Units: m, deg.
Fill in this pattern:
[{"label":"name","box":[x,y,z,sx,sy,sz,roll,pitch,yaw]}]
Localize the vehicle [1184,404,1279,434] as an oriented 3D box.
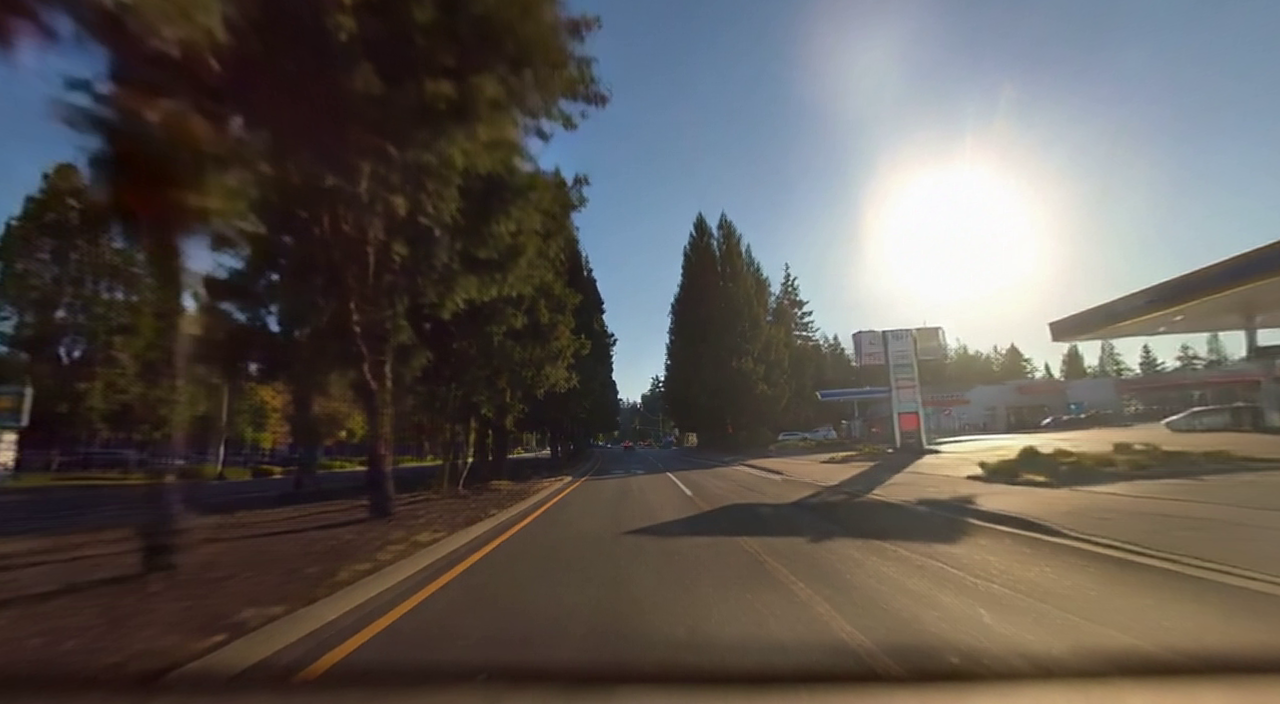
[{"label":"vehicle","box":[36.503,4.171,38.839,1.841,1.471,4.498,-3,-9,-5]}]
